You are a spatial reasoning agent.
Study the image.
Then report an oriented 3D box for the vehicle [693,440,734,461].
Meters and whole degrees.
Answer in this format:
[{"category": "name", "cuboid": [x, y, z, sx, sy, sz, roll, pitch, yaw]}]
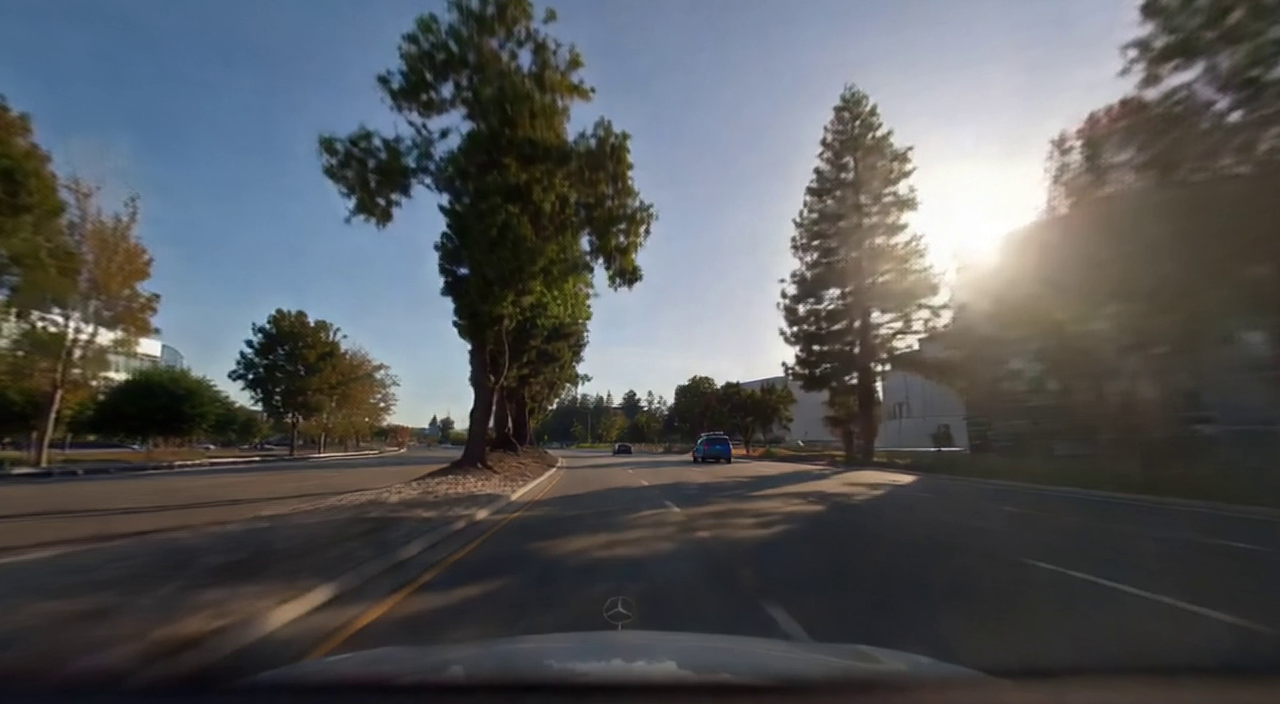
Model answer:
[{"category": "vehicle", "cuboid": [5.385, 7.362, 46.941, 1.908, 1.483, 4.474, 1, -9, -9]}]
